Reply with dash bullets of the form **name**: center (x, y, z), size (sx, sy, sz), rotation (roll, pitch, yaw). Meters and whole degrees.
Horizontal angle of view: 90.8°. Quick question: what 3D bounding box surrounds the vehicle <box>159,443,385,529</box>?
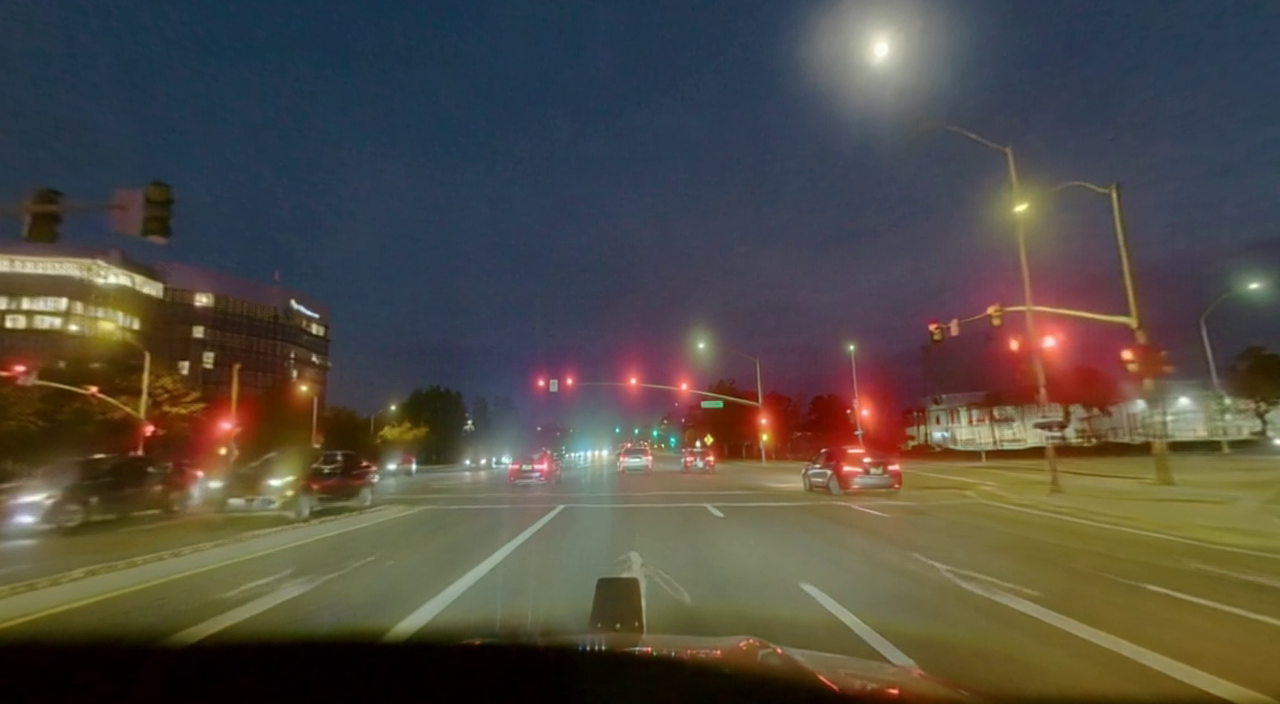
- **vehicle**: center (-7.404, 2.696, 13.433), size (2.013, 1.488, 4.596), rotation (0, -8, 0)

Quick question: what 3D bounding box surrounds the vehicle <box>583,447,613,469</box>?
- **vehicle**: center (-3.117, 7.938, 47.499), size (2.002, 1.502, 4.057), rotation (0, -8, -1)

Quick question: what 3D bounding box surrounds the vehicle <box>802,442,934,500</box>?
- **vehicle**: center (6.411, 3.367, 18.414), size (2.028, 1.451, 4.625), rotation (0, -8, -1)

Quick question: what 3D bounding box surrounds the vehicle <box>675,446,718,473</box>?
- **vehicle**: center (3.252, 6.243, 36.988), size (2.014, 1.430, 4.103), rotation (0, -8, -2)

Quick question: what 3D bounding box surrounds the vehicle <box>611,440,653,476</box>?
- **vehicle**: center (-0.383, 5.349, 32.149), size (2.008, 1.716, 4.125), rotation (0, -8, 0)

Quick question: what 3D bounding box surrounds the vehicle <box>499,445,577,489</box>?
- **vehicle**: center (-3.732, 4.279, 23.953), size (2.163, 1.474, 4.413), rotation (0, -8, 1)

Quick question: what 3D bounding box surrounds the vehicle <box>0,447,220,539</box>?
- **vehicle**: center (-10.947, 2.661, 12.633), size (2.047, 1.479, 4.228), rotation (0, -8, 2)
